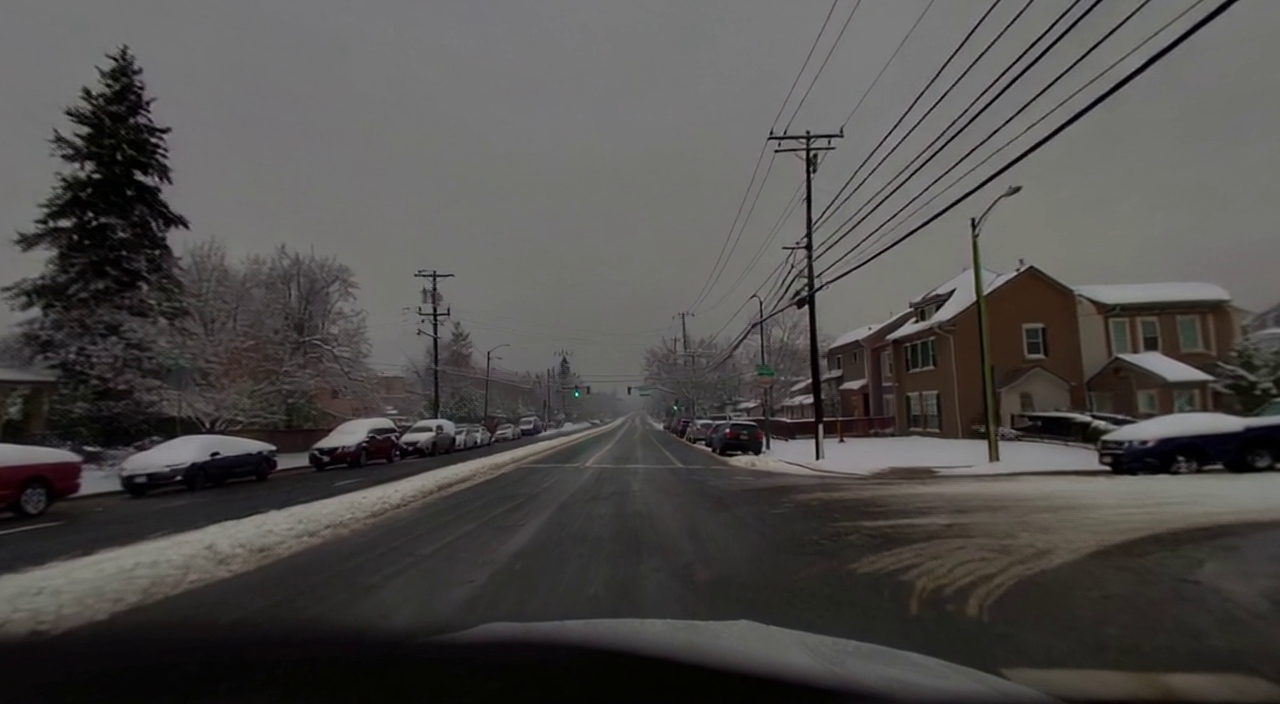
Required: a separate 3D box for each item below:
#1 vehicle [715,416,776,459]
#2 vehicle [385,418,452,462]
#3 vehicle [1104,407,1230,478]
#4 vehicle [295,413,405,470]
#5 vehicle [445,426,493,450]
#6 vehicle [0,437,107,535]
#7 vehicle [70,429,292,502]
[{"bbox_3d":[4.367,3.642,26.758,1.867,1.680,4.176,0,-8,0],"label":"vehicle"},{"bbox_3d":[-11.334,4.457,32.600,1.926,1.998,4.447,-4,-6,-1],"label":"vehicle"},{"bbox_3d":[13.698,2.271,16.413,2.122,1.474,4.313,-9,-8,41],"label":"vehicle"},{"bbox_3d":[-11.138,3.510,24.708,2.056,1.980,4.763,0,-8,-1],"label":"vehicle"},{"bbox_3d":[-11.173,5.676,41.522,2.051,1.520,4.374,0,-8,-2],"label":"vehicle"},{"bbox_3d":[-11.058,2.045,9.460,1.970,1.523,4.702,-1,-8,1],"label":"vehicle"},{"bbox_3d":[-11.153,2.776,15.927,2.082,1.540,4.654,0,-8,0],"label":"vehicle"}]
